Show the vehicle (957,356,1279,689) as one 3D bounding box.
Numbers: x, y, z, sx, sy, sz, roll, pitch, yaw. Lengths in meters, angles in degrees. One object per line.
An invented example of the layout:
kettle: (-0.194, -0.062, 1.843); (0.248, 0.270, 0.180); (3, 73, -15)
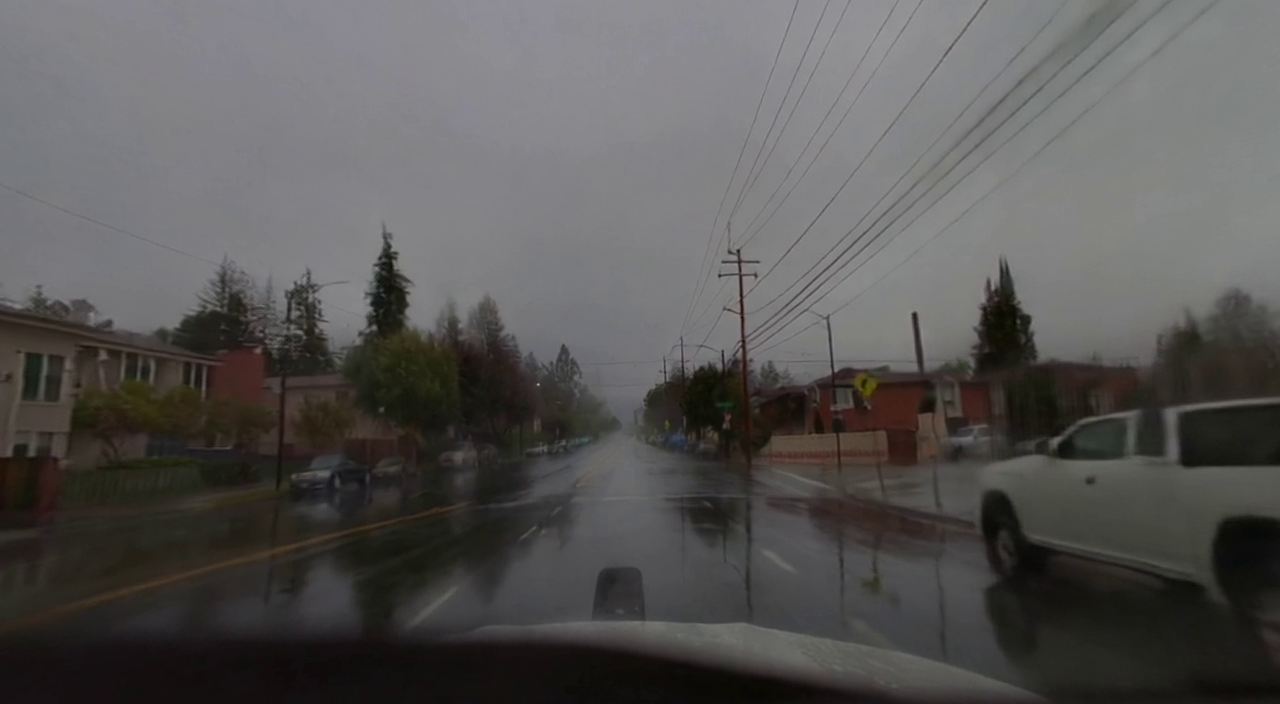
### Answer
vehicle: (4.525, 1.092, 4.579); (2.126, 1.802, 4.259); (0, -8, -1)

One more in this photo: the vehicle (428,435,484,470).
vehicle: (-11.184, 6.126, 38.730); (2.056, 1.980, 4.763); (0, -8, -1)

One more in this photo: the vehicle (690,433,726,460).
vehicle: (4.324, 6.081, 40.725); (1.867, 1.680, 4.176); (0, -8, 0)

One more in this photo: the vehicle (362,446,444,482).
vehicle: (-11.114, 5.258, 29.987); (2.082, 1.540, 4.654); (0, -8, 0)

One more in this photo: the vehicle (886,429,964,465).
vehicle: (13.830, 4.551, 30.523); (2.122, 1.474, 4.313); (-9, -10, 41)

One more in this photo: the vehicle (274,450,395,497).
vehicle: (-11.130, 4.429, 23.485); (1.970, 1.523, 4.702); (-1, -8, 2)
